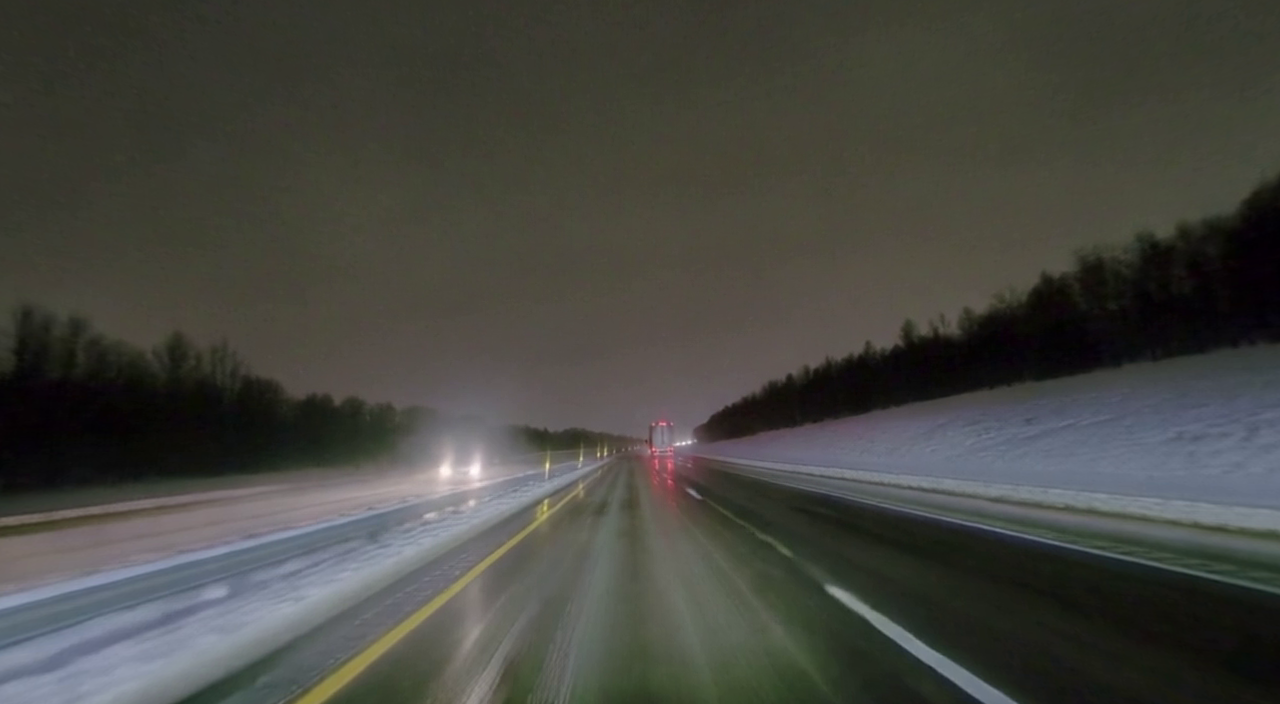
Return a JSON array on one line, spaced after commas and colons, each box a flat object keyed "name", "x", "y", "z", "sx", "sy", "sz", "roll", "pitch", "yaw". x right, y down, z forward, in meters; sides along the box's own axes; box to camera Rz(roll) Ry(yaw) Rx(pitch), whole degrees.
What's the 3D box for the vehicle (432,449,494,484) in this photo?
[{"name": "vehicle", "x": -9.030, "y": 5.853, "z": 32.303, "sx": 1.964, "sy": 1.668, "sz": 4.267, "roll": 0, "pitch": -9, "yaw": -1}]
